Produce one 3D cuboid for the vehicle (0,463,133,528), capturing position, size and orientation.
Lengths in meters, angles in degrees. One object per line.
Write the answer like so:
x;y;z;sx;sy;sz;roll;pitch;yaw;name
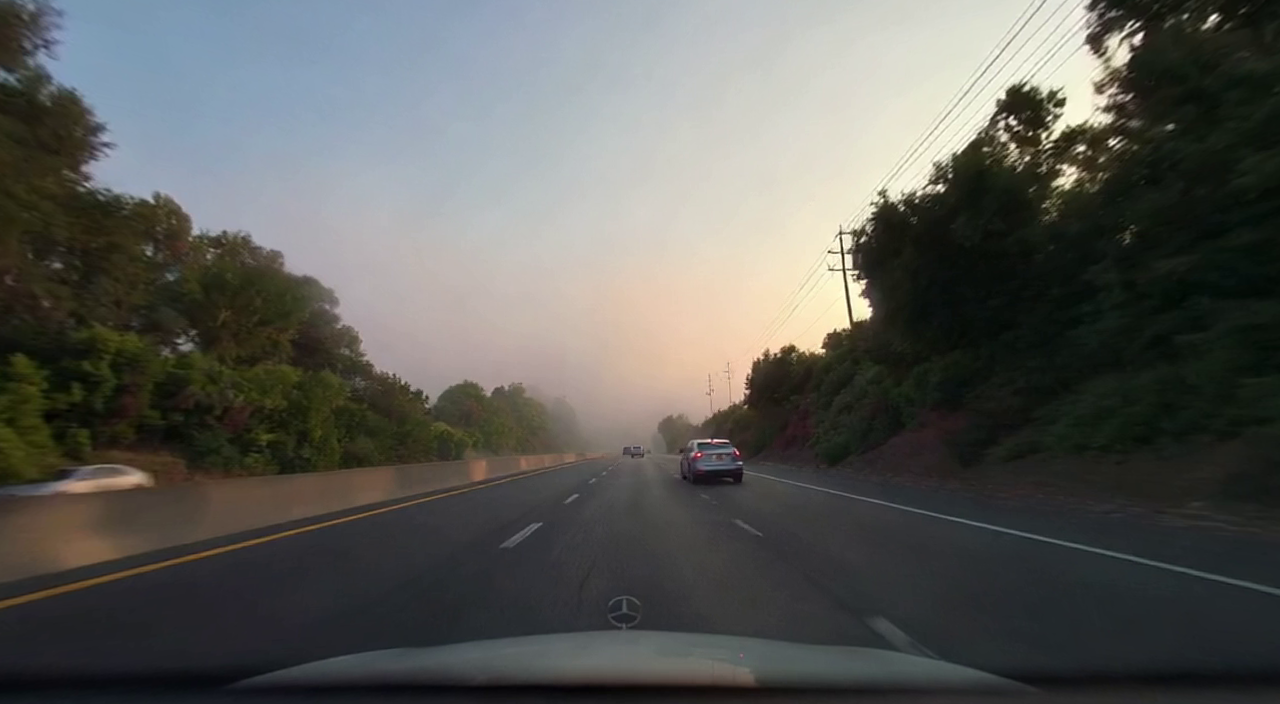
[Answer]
-16.132;3.739;16.815;1.843;1.443;4.036;0;-9;-1;vehicle
